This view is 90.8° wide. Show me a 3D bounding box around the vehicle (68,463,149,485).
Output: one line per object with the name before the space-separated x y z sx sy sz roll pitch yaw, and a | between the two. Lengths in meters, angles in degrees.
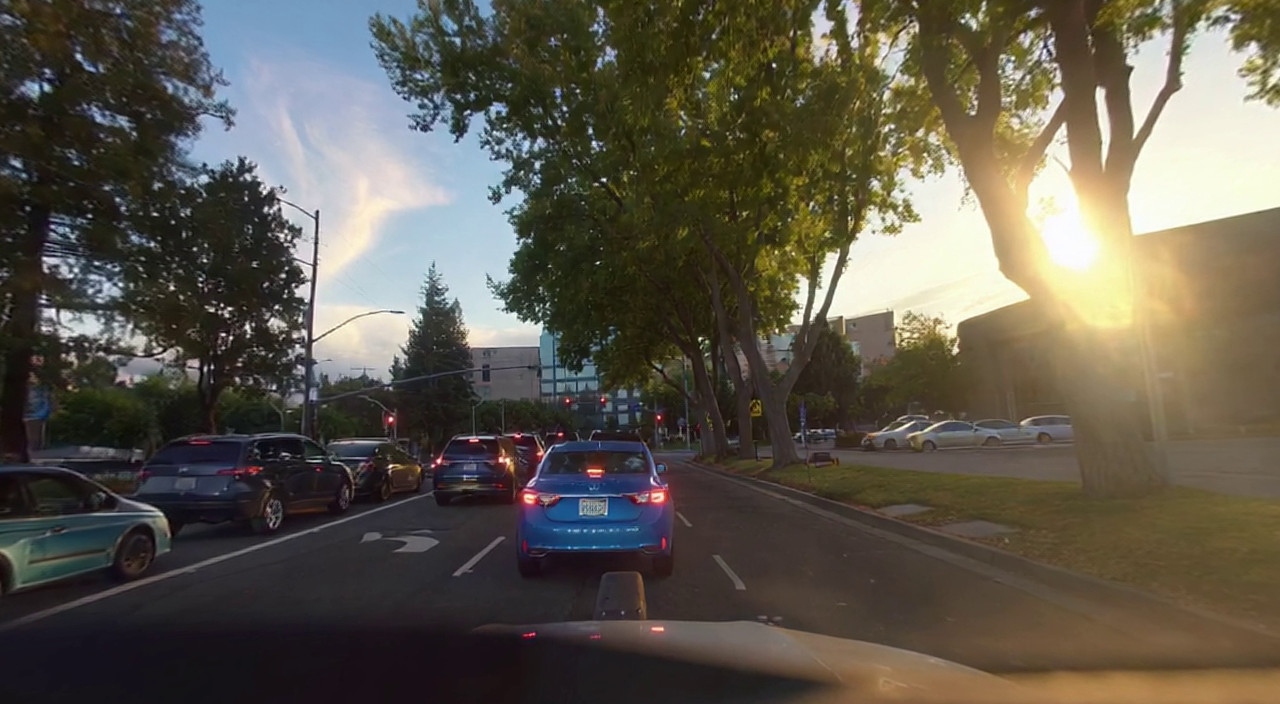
vehicle | -36.435 8.364 43.369 3.918 1.423 1.861 0 -9 1

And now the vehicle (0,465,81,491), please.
vehicle | -36.647 7.548 38.052 4.093 1.440 1.804 0 -9 -1

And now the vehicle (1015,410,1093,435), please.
vehicle | 30.354 5.235 46.479 4.627 1.671 1.929 -5 -10 31

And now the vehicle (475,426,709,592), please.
vehicle | -0.426 1.719 7.722 2.104 1.472 3.946 0 -9 0

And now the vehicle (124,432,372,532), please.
vehicle | -7.278 2.436 12.432 2.096 1.593 4.288 0 -9 0

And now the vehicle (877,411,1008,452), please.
vehicle | 13.918 3.708 29.308 4.975 1.809 1.956 0 -9 1
